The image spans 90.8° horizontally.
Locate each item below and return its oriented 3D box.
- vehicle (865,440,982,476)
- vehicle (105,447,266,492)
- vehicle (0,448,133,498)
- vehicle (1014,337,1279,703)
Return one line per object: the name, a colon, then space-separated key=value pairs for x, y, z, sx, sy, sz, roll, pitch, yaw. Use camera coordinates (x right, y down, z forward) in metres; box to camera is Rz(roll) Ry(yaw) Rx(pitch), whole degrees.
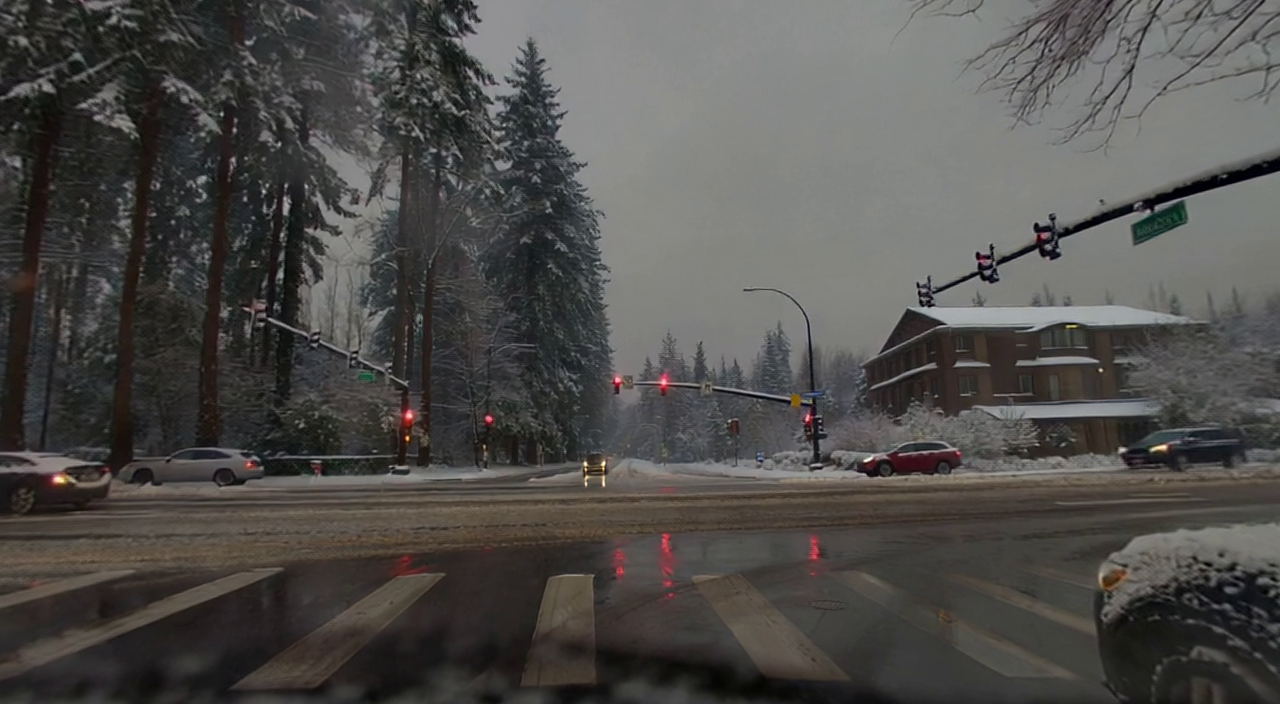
vehicle: x=15.627 y=5.883 z=35.140 sx=5.220 sy=1.897 sz=2.596 roll=0 pitch=-8 yaw=0
vehicle: x=-19.021 y=4.951 z=26.656 sx=4.798 sy=1.763 sz=2.536 roll=0 pitch=-10 yaw=0
vehicle: x=-22.064 y=4.410 z=23.271 sx=4.748 sy=1.727 sz=2.325 roll=0 pitch=-8 yaw=1
vehicle: x=3.496 y=0.762 z=2.070 sx=2.227 sy=1.705 sz=4.719 roll=-1 pitch=-8 yaw=9
